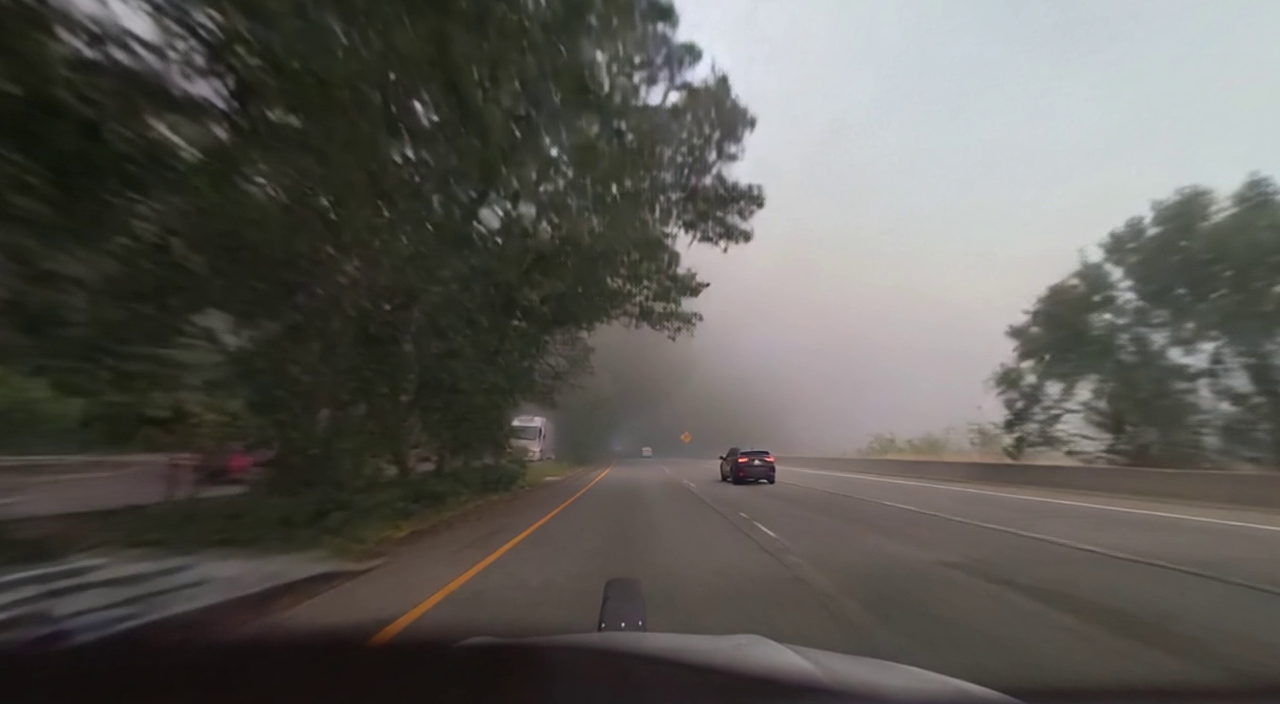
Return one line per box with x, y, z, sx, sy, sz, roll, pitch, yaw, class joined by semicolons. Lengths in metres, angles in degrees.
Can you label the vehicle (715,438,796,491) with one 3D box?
3.945;3.911;22.273;1.933;1.663;4.440;0;-9;-1;vehicle
